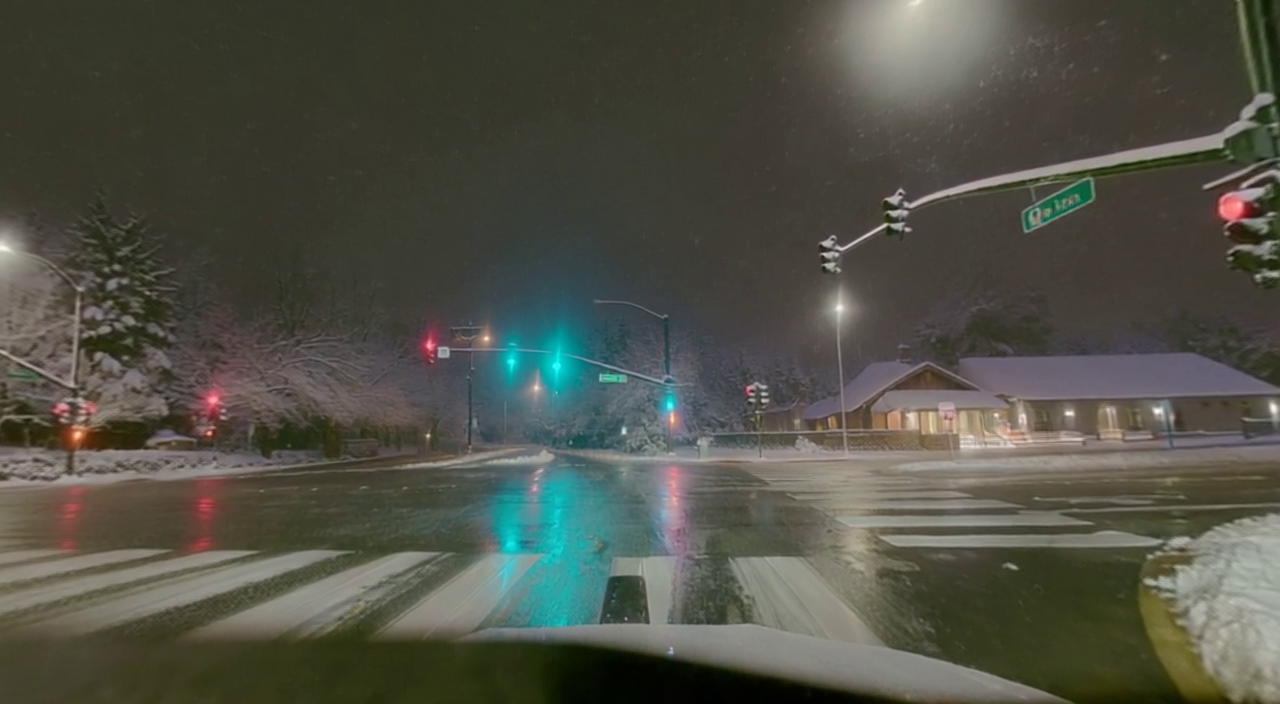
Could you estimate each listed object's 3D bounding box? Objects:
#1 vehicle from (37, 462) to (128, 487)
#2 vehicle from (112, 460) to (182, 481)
[{"bbox_3d":[-36.154,7.924,40.933,4.241,1.413,1.673,-1,-8,-2],"label":"vehicle"},{"bbox_3d":[-35.894,8.614,45.934,3.681,1.423,1.680,-1,-8,-1],"label":"vehicle"}]
